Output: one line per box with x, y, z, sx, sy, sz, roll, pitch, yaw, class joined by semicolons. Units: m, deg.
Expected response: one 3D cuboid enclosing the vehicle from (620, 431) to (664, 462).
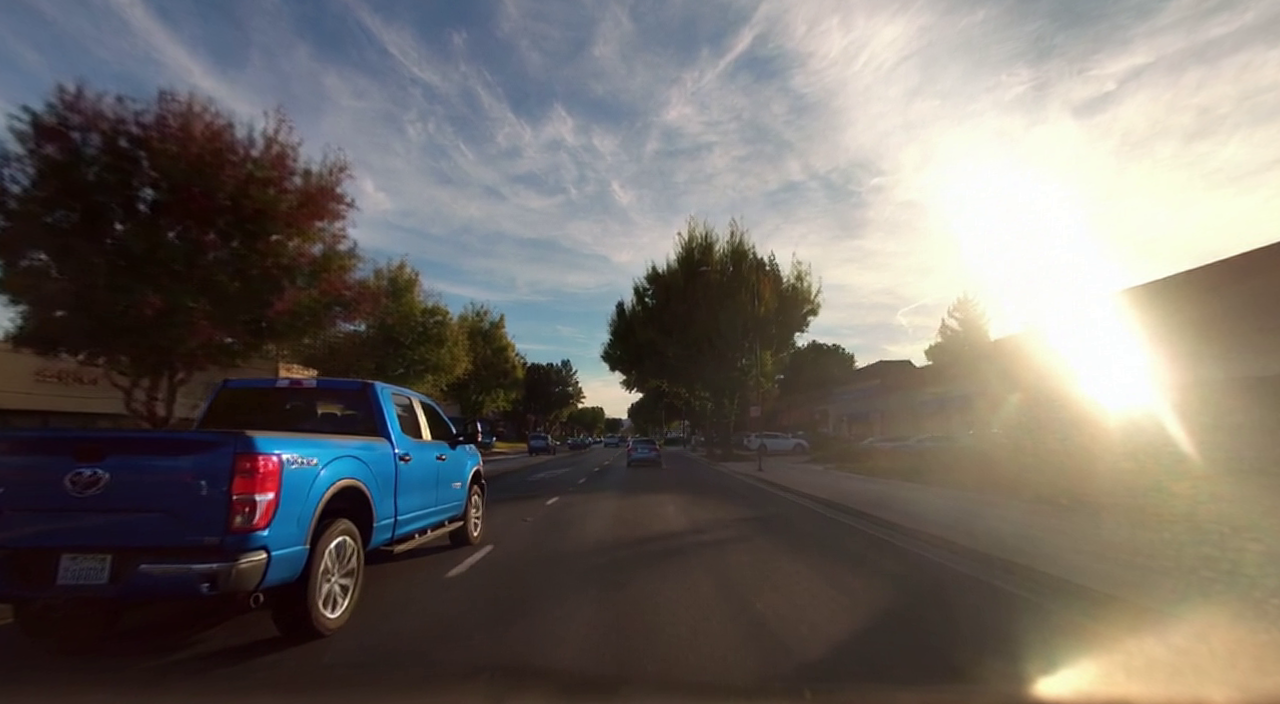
0.109;5.049;33.662;2.191;1.530;4.470;0;-8;0;vehicle

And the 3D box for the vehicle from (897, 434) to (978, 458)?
20.783;6.528;43.852;4.836;1.567;2.051;-5;-9;31;vehicle

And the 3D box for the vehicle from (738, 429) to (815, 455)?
9.586;6.335;44.152;5.109;1.735;1.997;4;-9;-25;vehicle

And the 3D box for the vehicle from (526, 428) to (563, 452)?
-7.493;6.964;49.709;2.146;1.788;5.153;0;-8;0;vehicle

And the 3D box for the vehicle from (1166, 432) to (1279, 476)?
22.080;3.633;22.614;4.437;1.485;2.027;-5;-9;30;vehicle

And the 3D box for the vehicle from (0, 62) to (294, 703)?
-3.508;0.170;1.028;2.733;2.495;5.037;0;-8;3;vehicle
